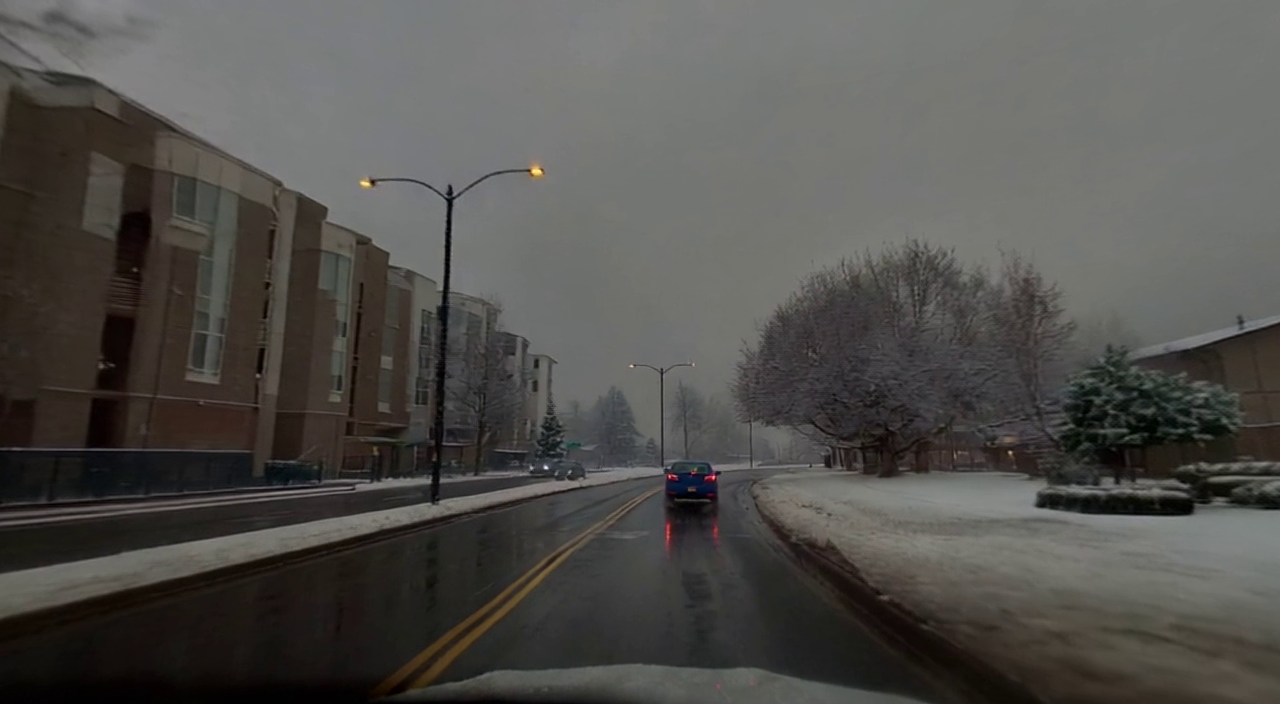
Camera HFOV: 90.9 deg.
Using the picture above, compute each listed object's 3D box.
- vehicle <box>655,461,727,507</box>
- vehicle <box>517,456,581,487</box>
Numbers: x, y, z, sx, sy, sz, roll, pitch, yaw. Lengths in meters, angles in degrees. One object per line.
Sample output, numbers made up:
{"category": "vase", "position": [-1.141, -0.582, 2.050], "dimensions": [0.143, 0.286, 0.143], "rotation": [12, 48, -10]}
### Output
{"category": "vehicle", "position": [1.791, 4.257, 20.596], "dimensions": [1.972, 1.250, 5.282], "rotation": [-1, -11, 9]}
{"category": "vehicle", "position": [-4.722, 6.347, 33.511], "dimensions": [1.870, 1.518, 4.390], "rotation": [-2, -11, 13]}
